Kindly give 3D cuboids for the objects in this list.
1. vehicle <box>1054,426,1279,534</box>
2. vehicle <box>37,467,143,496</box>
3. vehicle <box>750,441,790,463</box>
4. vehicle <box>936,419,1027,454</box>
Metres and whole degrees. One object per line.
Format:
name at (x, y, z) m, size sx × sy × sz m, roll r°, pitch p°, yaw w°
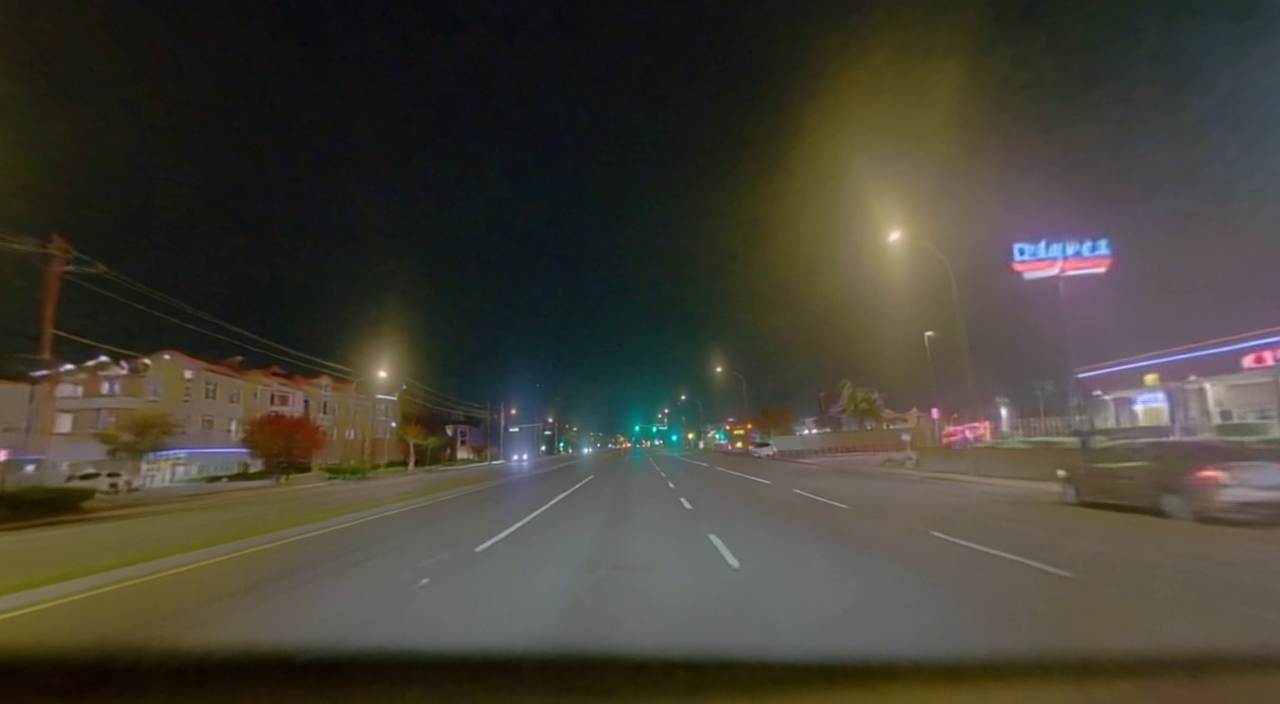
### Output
vehicle at (10.142, 2.207, 11.590) m, size 1.886 × 1.556 × 4.513 m, roll 0°, pitch -8°, yaw -2°
vehicle at (-35.230, 8.306, 40.659) m, size 4.654 × 1.648 × 1.915 m, roll 3°, pitch -9°, yaw -21°
vehicle at (10.196, 7.834, 49.775) m, size 2.085 × 1.630 × 4.403 m, roll 0°, pitch -8°, yaw -2°
vehicle at (23.176, 5.807, 43.312) m, size 2.529 × 2.138 × 6.511 m, roll -1°, pitch -7°, yaw -1°
